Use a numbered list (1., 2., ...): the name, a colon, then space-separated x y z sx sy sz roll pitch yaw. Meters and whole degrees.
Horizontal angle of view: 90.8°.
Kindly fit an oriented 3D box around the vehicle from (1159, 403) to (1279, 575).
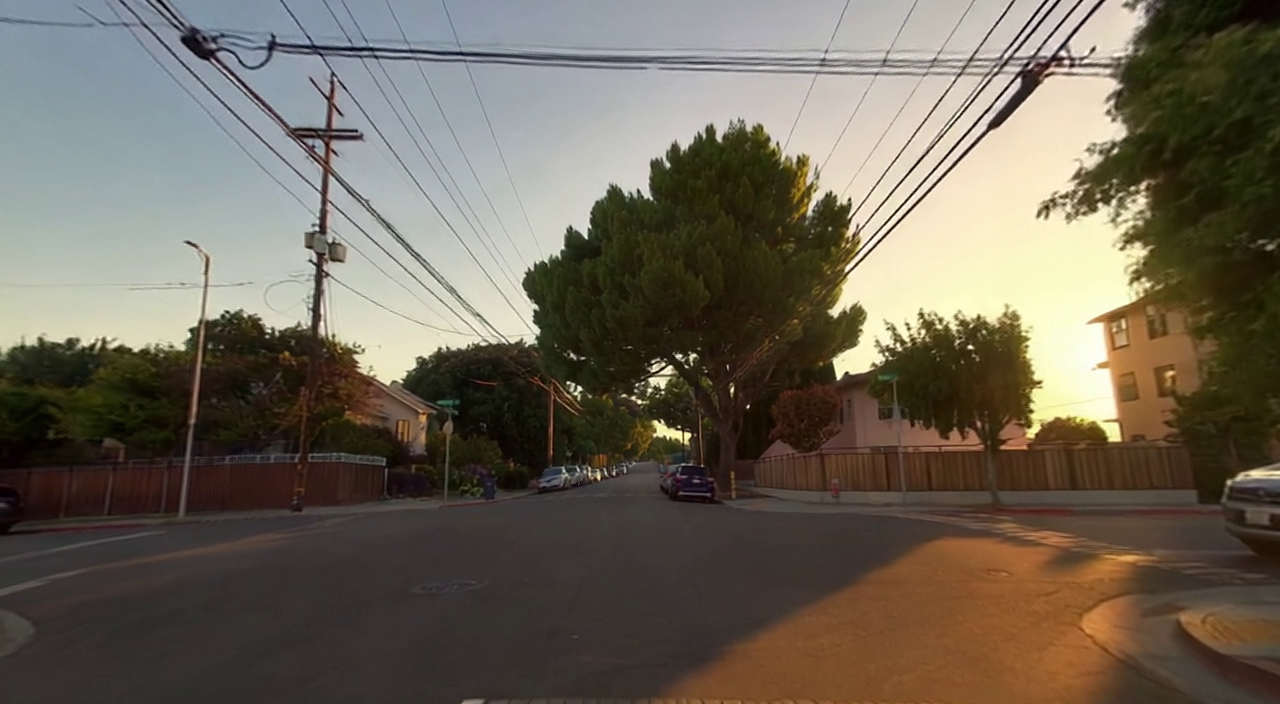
1. vehicle: 9.695 1.623 7.610 4.677 1.949 2.334 -1 -8 3

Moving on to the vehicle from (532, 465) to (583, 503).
1. vehicle: -4.309 6.951 33.636 2.189 1.771 4.571 0 -10 -1

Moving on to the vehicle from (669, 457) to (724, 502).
1. vehicle: 2.582 5.981 30.086 2.051 1.874 4.459 0 -8 -2
